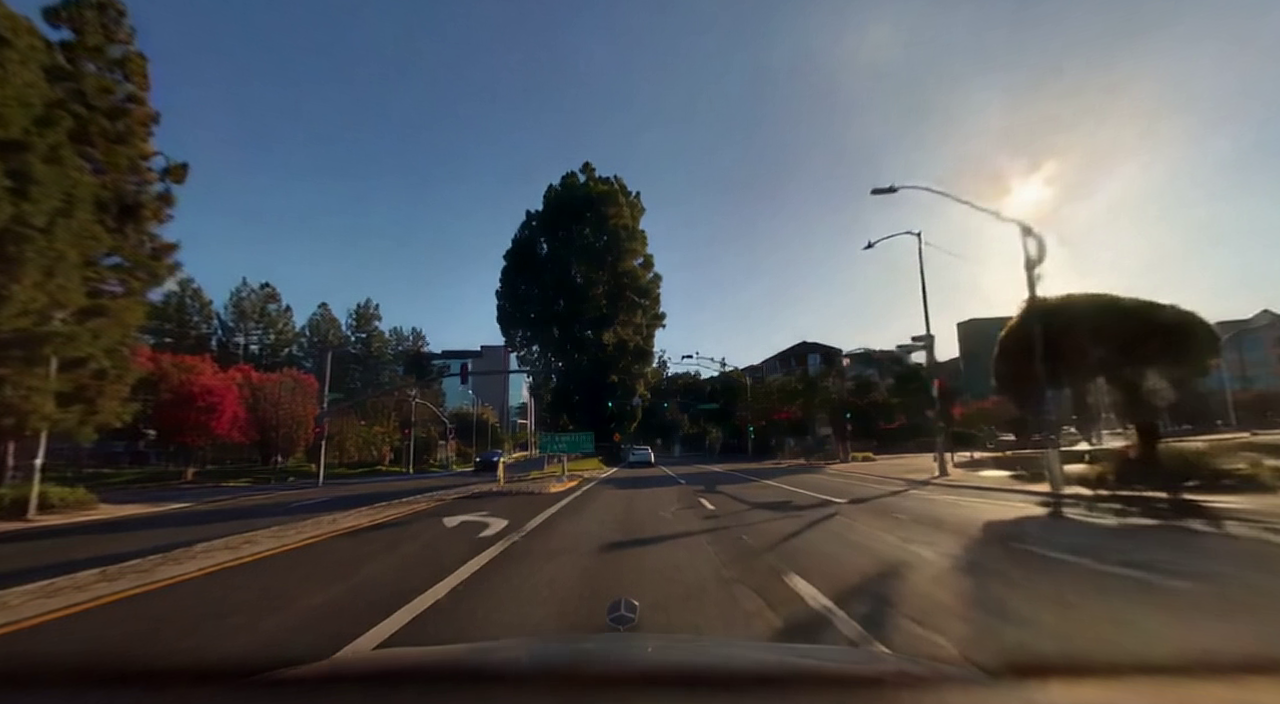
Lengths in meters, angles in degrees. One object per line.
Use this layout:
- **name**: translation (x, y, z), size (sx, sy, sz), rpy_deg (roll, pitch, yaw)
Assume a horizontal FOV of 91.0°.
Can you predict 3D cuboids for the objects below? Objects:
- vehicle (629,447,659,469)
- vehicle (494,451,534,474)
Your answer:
- **vehicle**: translation (0.307, 7.593, 45.293), size (2.064, 1.477, 3.968), rpy_deg (0, -9, 0)
- **vehicle**: translation (-8.793, 7.746, 44.373), size (1.887, 1.480, 4.446), rpy_deg (0, -9, 0)
